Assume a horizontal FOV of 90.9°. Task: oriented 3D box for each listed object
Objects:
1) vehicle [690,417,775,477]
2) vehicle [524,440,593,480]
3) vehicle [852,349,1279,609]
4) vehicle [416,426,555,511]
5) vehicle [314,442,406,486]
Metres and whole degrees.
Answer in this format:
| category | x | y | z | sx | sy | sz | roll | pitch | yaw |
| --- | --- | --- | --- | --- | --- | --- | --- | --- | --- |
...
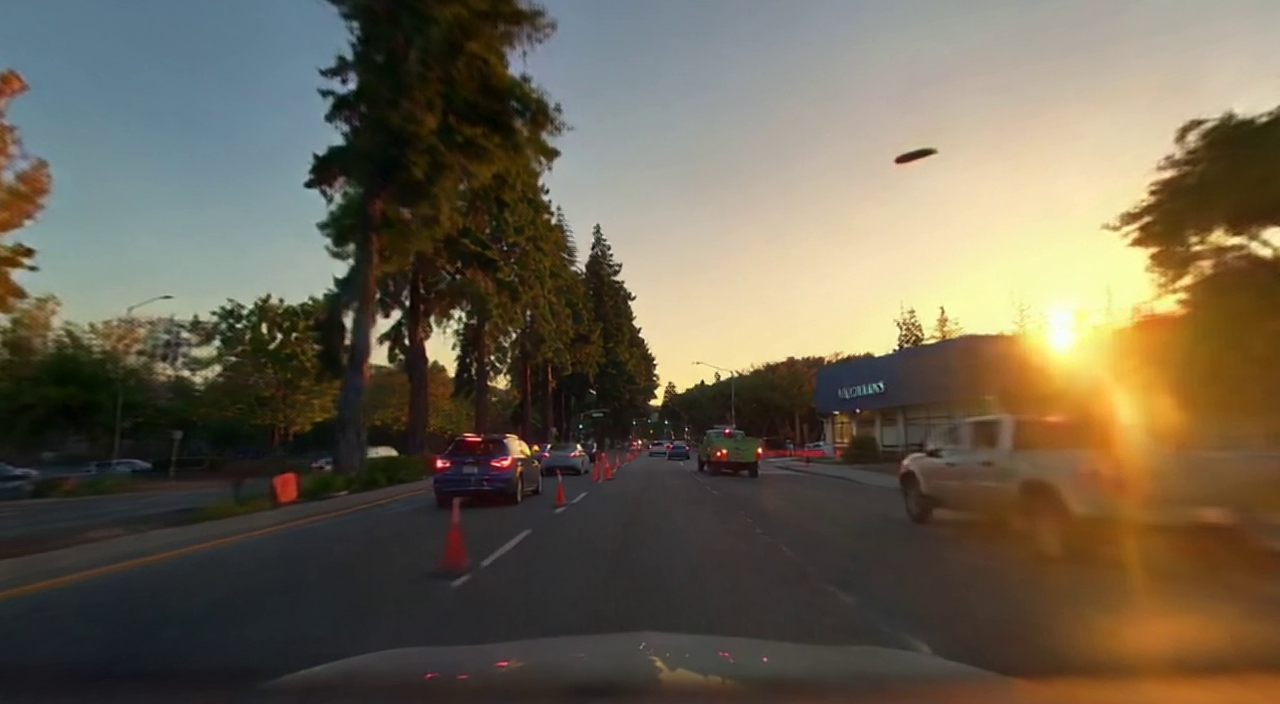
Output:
| category | x | y | z | sx | sy | sz | roll | pitch | yaw |
| --- | --- | --- | --- | --- | --- | --- | --- | --- | --- |
| vehicle | 4.181 | 4.575 | 30.461 | 2.760 | 2.465 | 7.936 | 0 | -8 | -1 |
| vehicle | -3.239 | 4.407 | 26.047 | 2.107 | 1.482 | 4.674 | 0 | -8 | 1 |
| vehicle | 5.435 | 1.577 | 8.877 | 2.653 | 2.231 | 6.793 | 0 | -8 | 1 |
| vehicle | -3.400 | 2.658 | 14.880 | 2.038 | 1.682 | 4.399 | 0 | -8 | 2 |
| vehicle | -12.278 | 4.918 | 27.981 | 1.920 | 1.758 | 4.452 | 0 | -8 | 1 |
